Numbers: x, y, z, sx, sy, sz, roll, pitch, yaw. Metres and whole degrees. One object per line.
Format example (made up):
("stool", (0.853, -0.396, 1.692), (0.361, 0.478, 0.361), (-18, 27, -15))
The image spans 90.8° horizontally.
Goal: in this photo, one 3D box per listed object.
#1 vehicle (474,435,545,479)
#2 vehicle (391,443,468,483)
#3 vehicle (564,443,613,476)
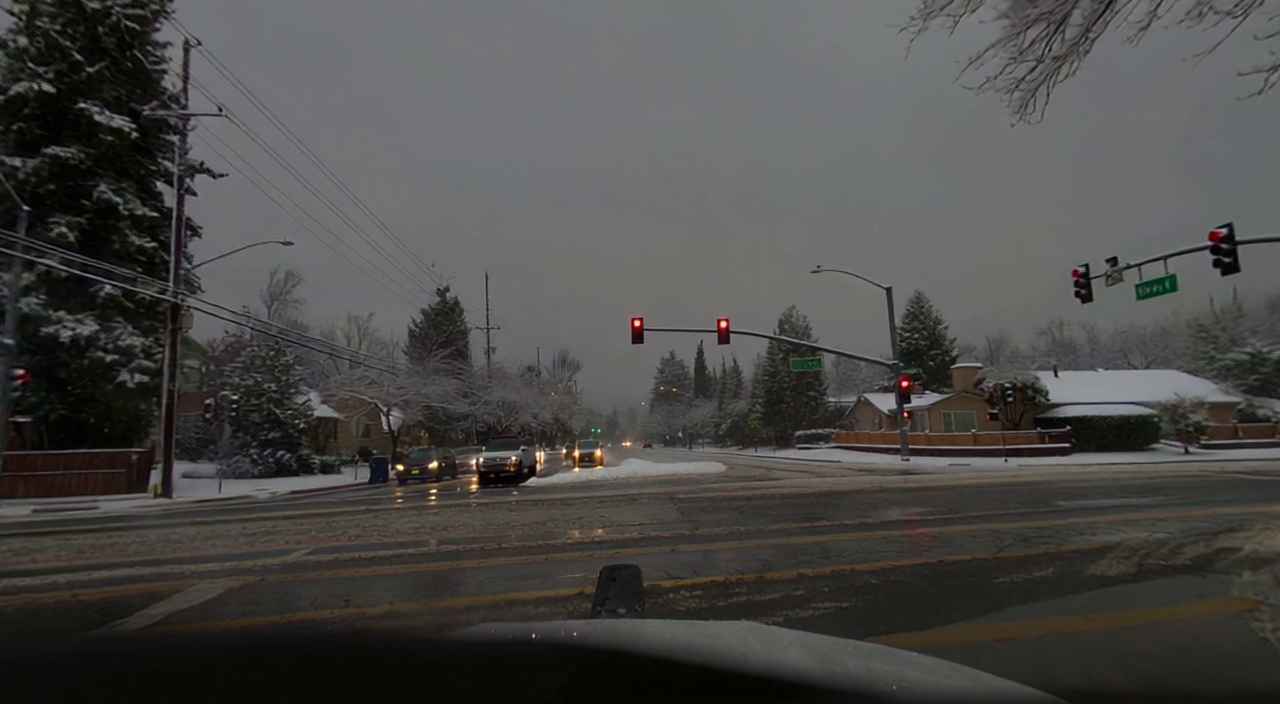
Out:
("vehicle", (-6.409, 5.232, 31.782), (2.479, 1.977, 5.254), (0, -9, -1))
("vehicle", (-10.188, 5.384, 30.973), (2.241, 1.819, 4.690), (0, -9, -1))
("vehicle", (-2.420, 5.216, 30.939), (2.174, 1.477, 4.805), (0, -9, -2))
